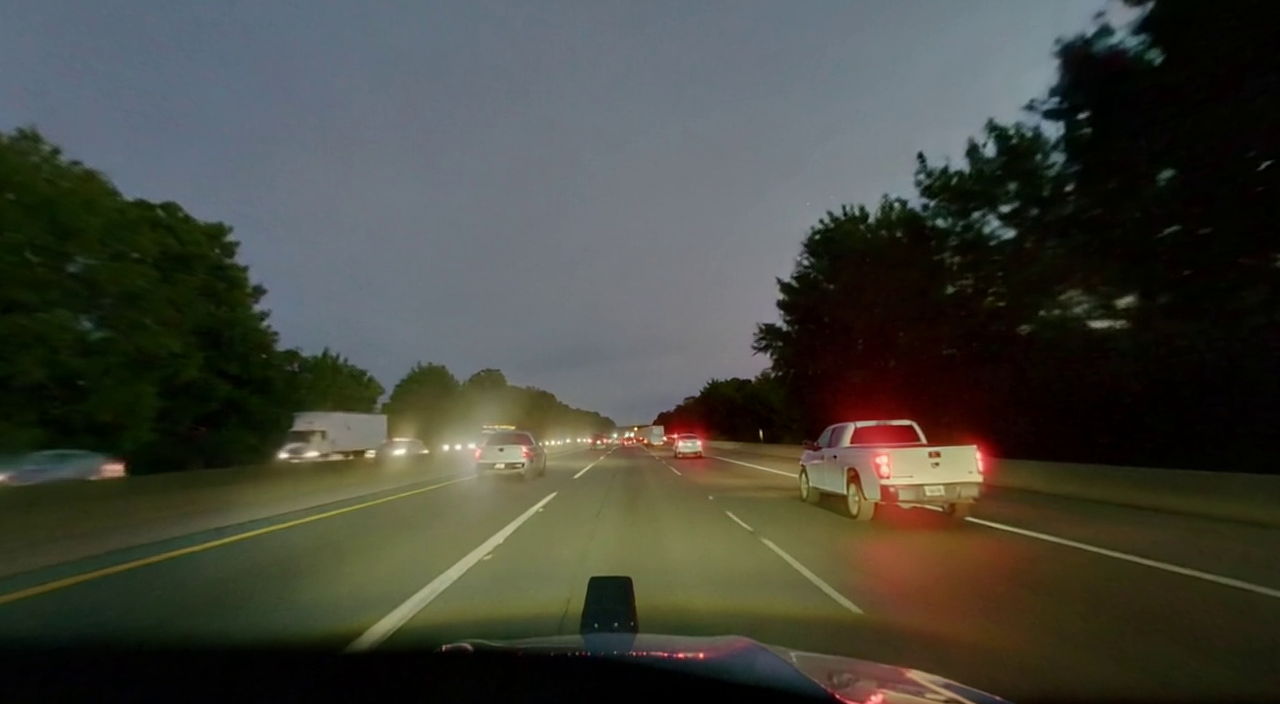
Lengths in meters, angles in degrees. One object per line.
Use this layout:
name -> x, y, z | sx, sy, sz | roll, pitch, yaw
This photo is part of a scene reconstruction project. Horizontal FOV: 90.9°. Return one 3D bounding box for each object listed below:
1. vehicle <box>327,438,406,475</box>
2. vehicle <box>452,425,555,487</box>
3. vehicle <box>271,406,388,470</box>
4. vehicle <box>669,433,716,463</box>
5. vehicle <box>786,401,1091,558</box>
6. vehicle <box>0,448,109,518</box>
vehicle -> -11.784, 4.512, 27.446 | 1.784, 1.468, 3.783 | 0, -8, -1
vehicle -> -3.897, 3.039, 18.913 | 2.011, 1.614, 4.808 | 0, -8, 0
vehicle -> -19.684, 5.539, 40.812 | 2.897, 3.700, 8.805 | 0, -8, 1
vehicle -> 2.694, 5.044, 33.353 | 1.990, 1.480, 3.865 | 0, -8, -2
vehicle -> 3.717, 1.665, 9.081 | 1.949, 1.639, 4.748 | 0, -8, -2
vehicle -> -15.310, 3.030, 14.602 | 1.928, 1.502, 4.794 | 0, -8, -1
